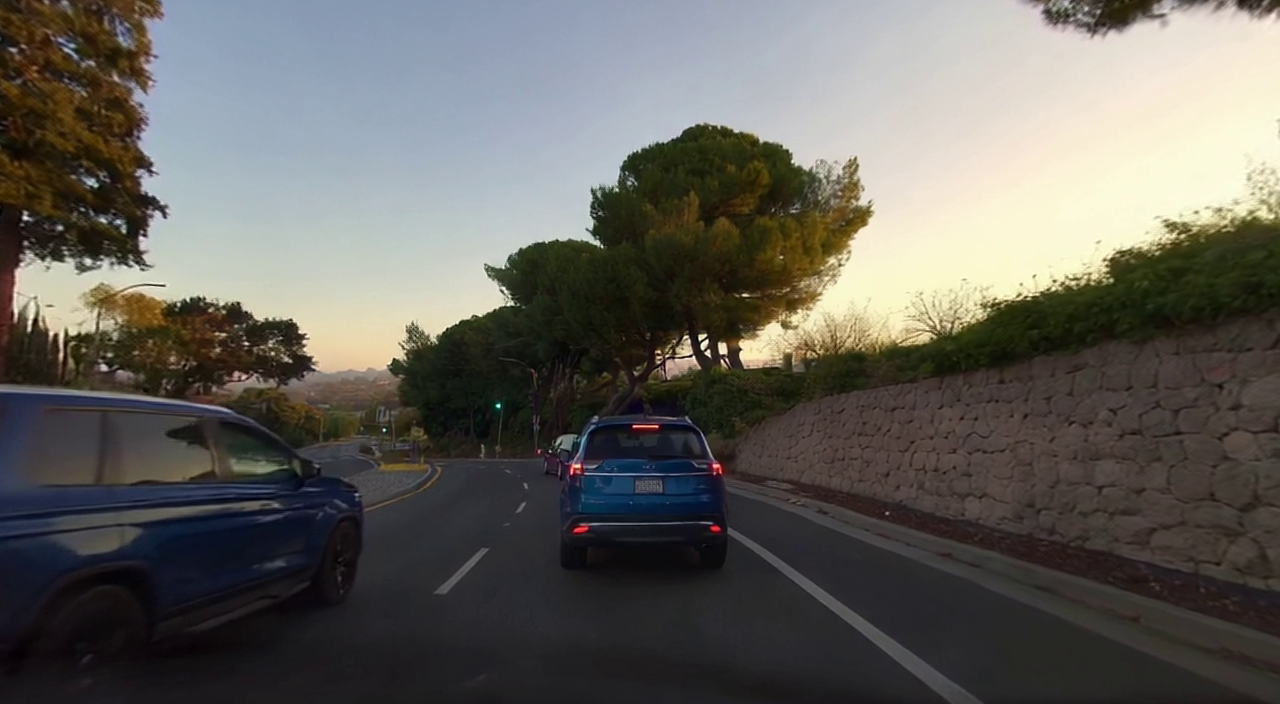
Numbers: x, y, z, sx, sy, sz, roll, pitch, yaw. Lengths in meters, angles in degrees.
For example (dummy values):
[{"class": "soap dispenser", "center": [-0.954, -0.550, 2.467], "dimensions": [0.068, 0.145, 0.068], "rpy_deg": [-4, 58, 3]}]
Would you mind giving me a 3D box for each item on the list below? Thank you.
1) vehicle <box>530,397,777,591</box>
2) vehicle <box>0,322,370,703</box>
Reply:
[{"class": "vehicle", "center": [-0.048, 1.618, 8.051], "dimensions": [2.287, 1.762, 4.269], "rpy_deg": [1, -8, -5]}, {"class": "vehicle", "center": [-3.437, 0.961, 3.505], "dimensions": [2.205, 1.716, 4.448], "rpy_deg": [1, -8, -5]}]
